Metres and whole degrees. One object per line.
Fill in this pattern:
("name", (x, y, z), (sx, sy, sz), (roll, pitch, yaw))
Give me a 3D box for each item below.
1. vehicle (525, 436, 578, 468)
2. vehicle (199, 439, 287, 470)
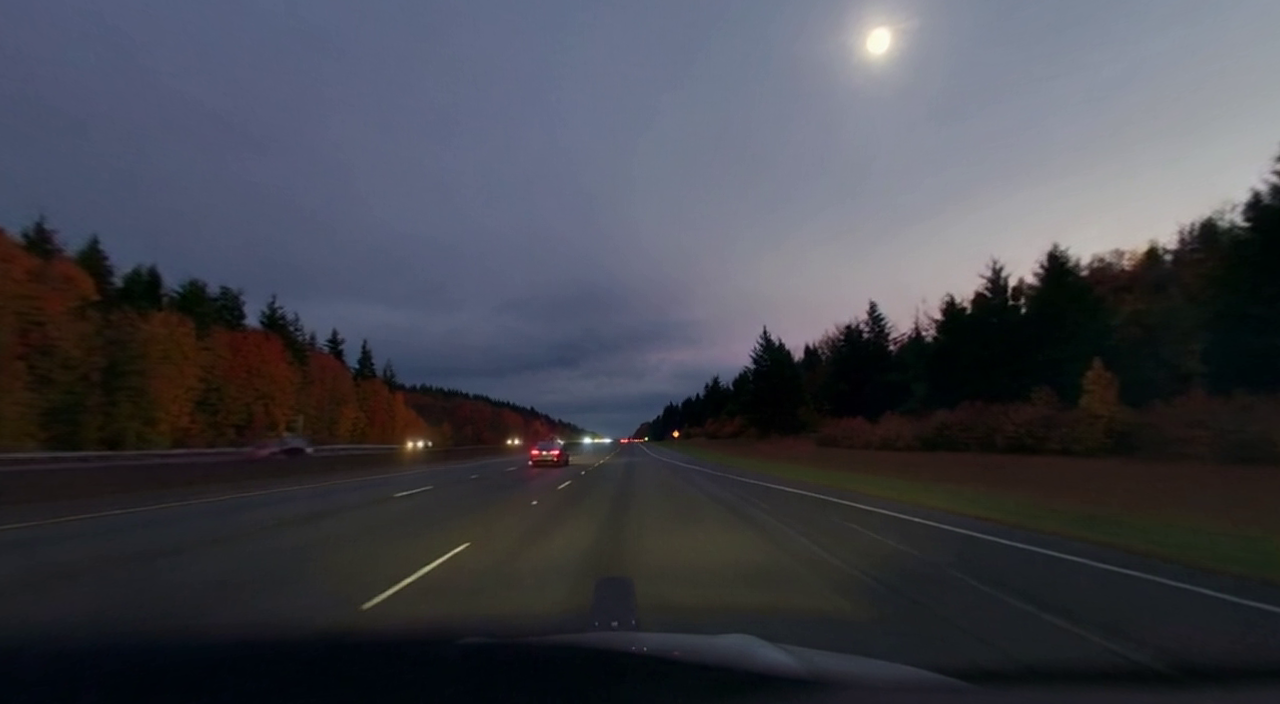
("vehicle", (-4.403, 5.052, 31.980), (2.004, 1.497, 4.260), (0, -8, 1))
("vehicle", (-21.074, 5.411, 33.607), (1.840, 1.499, 4.295), (0, -8, 1))
